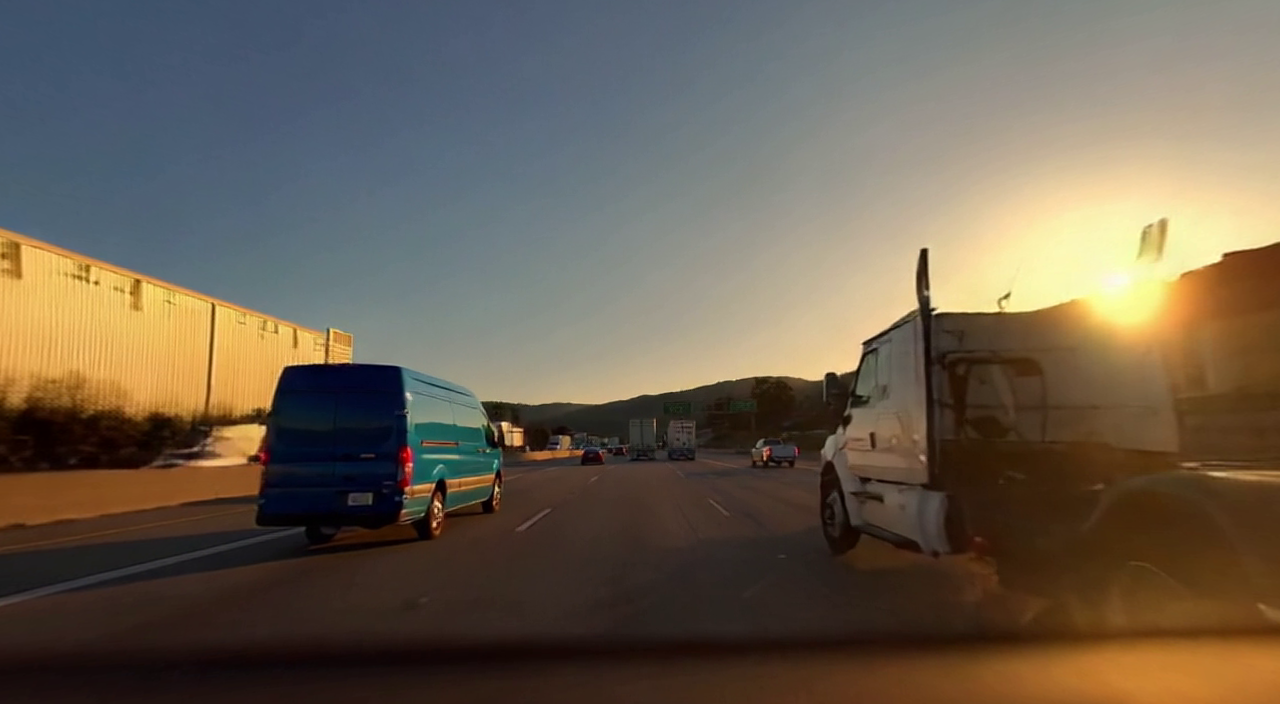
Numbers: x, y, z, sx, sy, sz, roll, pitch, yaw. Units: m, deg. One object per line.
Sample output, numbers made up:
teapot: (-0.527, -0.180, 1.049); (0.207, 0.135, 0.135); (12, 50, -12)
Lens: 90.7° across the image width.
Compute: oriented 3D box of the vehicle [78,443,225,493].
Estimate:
vehicle: (-19.961, 4.726, 26.236); (2.081, 1.843, 4.845); (0, -8, 2)

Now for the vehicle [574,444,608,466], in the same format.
vehicle: (-3.473, 7.397, 45.419); (2.024, 1.472, 4.014); (-1, -8, 1)

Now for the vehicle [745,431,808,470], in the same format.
vehicle: (7.317, 5.379, 34.602); (2.216, 1.918, 5.742); (0, -8, 0)

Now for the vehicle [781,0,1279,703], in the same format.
vehicle: (3.647, 0.214, 5.694); (3.011, 3.900, 6.798); (0, -9, -1)

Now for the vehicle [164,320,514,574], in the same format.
vehicle: (-4.037, 1.538, 10.536); (2.557, 2.855, 6.674); (0, -9, -1)
